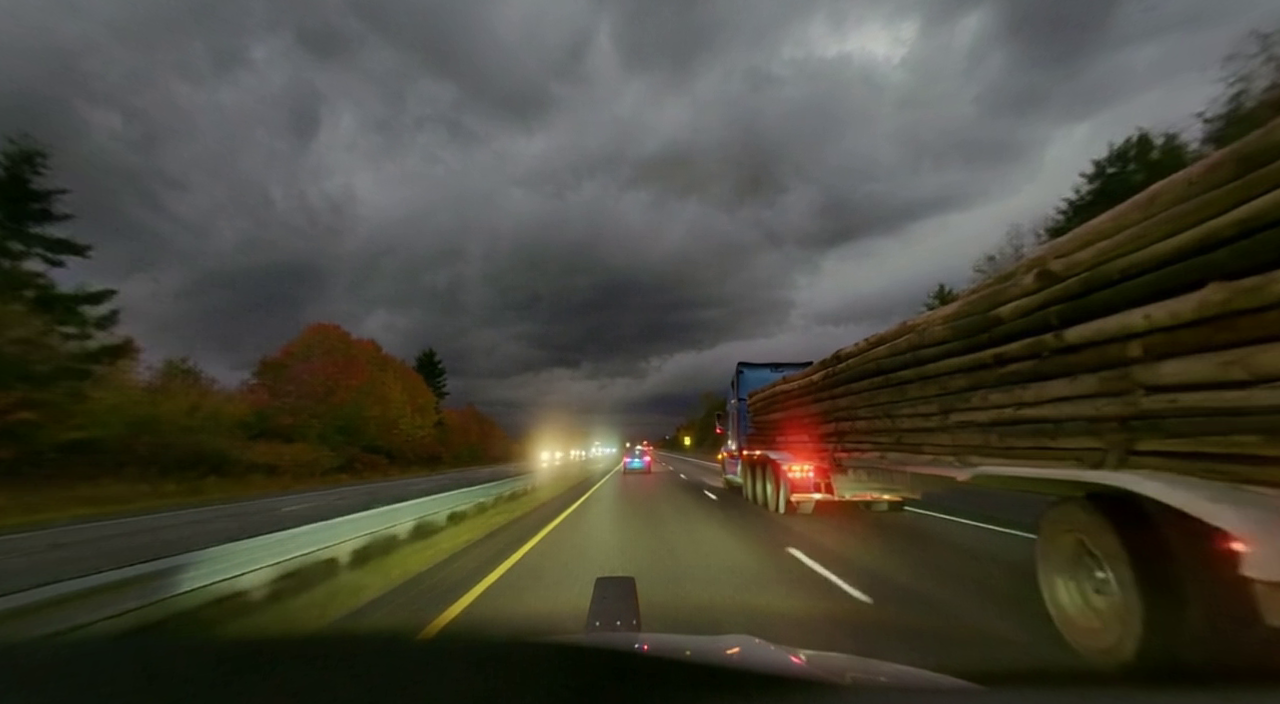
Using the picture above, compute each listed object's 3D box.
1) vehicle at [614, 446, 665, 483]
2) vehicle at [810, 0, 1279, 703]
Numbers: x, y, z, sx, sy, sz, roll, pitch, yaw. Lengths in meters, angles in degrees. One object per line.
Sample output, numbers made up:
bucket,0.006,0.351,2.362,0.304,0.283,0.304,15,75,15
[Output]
vehicle,-0.029,4.965,28.005,2.099,1.506,4.097,0,-9,0
vehicle,3.986,0.062,4.467,3.004,3.923,8.363,0,-9,-1
